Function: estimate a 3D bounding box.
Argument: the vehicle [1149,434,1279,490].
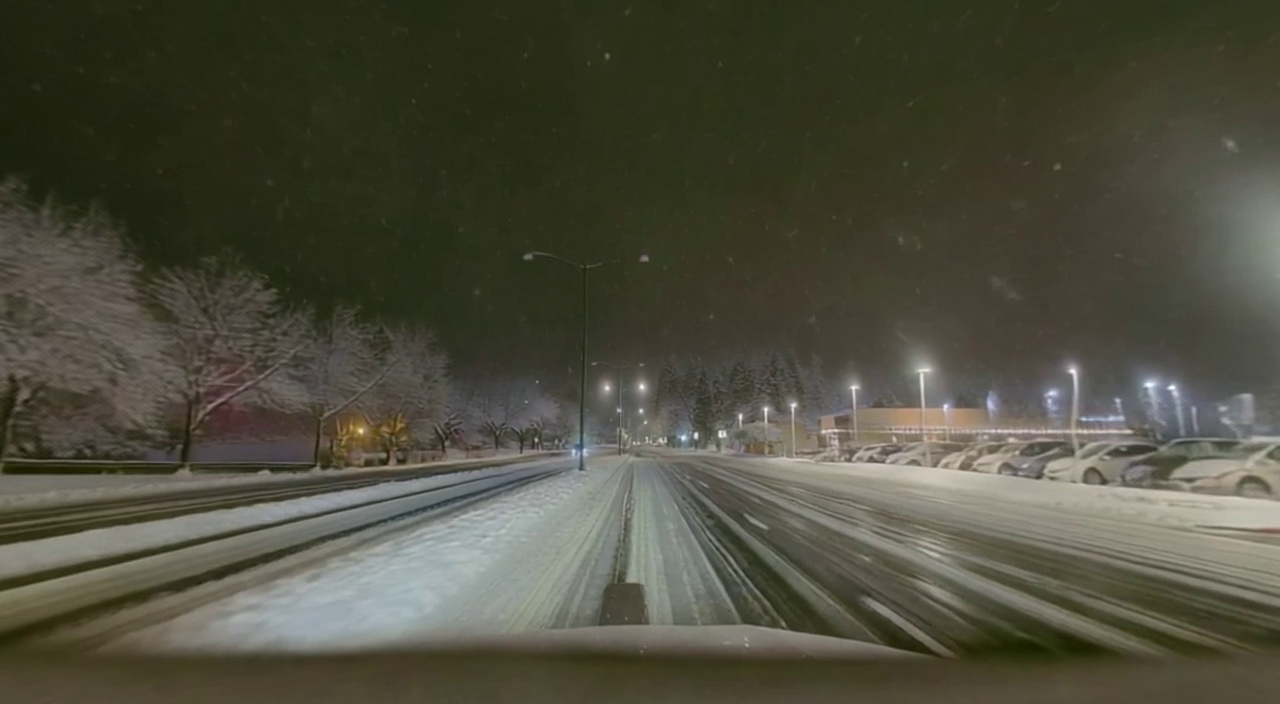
[{"bbox_3d":[17.726,3.116,18.029,4.595,1.466,2.028,0,-9,-4],"label":"vehicle"}]
